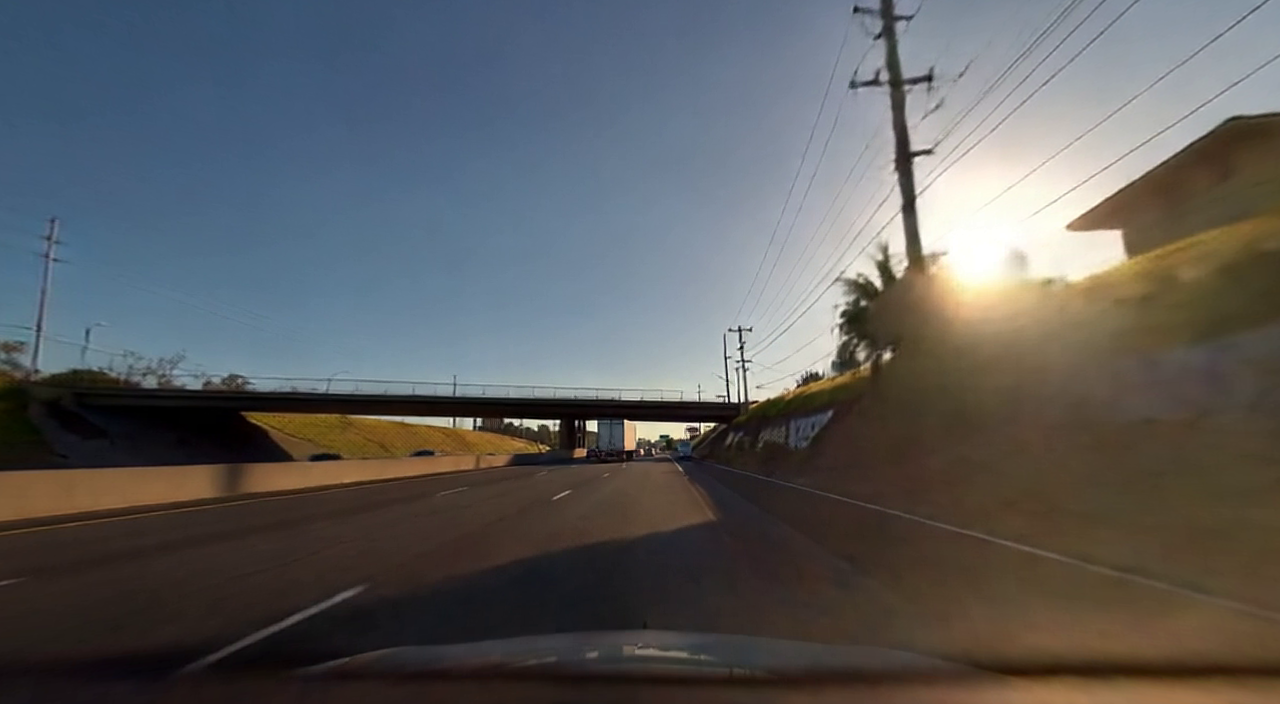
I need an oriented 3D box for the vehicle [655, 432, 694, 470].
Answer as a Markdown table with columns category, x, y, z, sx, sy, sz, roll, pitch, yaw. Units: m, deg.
| category | x | y | z | sx | sy | sz | roll | pitch | yaw |
| --- | --- | --- | --- | --- | --- | --- | --- | --- | --- |
| vehicle | 2.519 | 7.485 | 47.638 | 2.462 | 2.627 | 5.799 | 0 | -9 | -1 |
